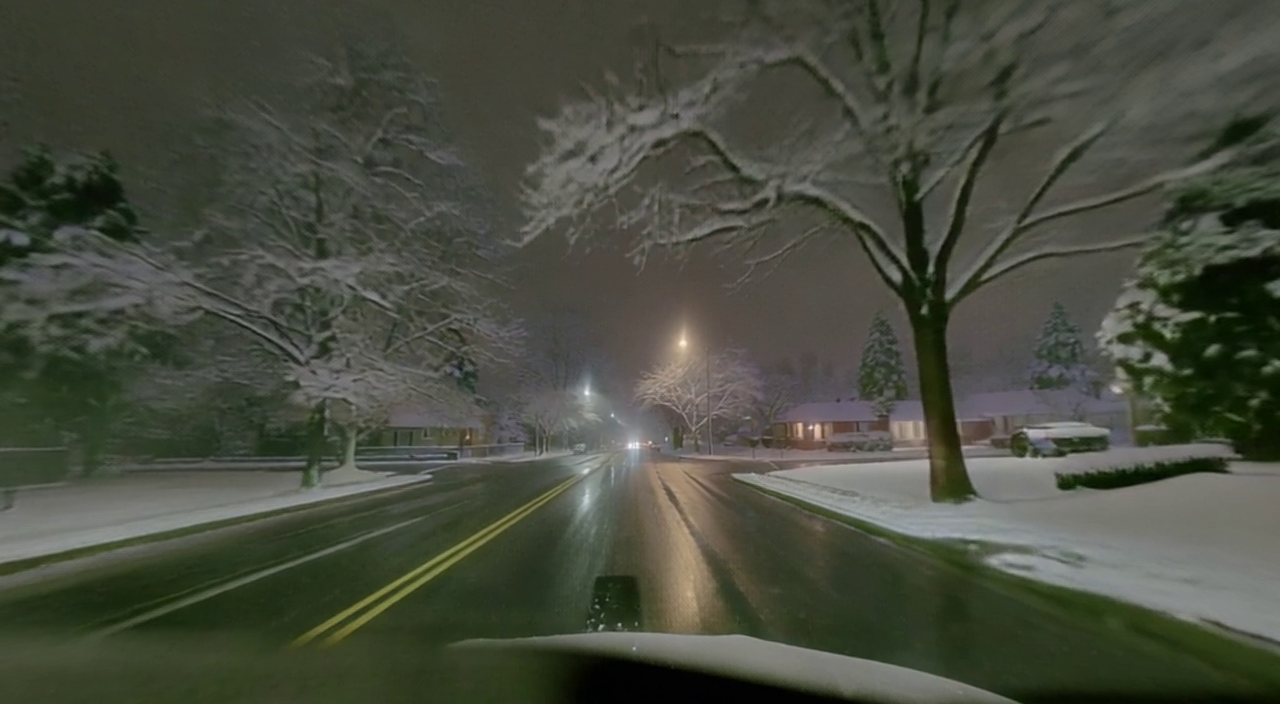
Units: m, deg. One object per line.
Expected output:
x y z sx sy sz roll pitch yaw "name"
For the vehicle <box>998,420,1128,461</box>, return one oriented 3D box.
16.447 3.510 24.824 1.783 1.431 4.757 0 -8 -1 "vehicle"
